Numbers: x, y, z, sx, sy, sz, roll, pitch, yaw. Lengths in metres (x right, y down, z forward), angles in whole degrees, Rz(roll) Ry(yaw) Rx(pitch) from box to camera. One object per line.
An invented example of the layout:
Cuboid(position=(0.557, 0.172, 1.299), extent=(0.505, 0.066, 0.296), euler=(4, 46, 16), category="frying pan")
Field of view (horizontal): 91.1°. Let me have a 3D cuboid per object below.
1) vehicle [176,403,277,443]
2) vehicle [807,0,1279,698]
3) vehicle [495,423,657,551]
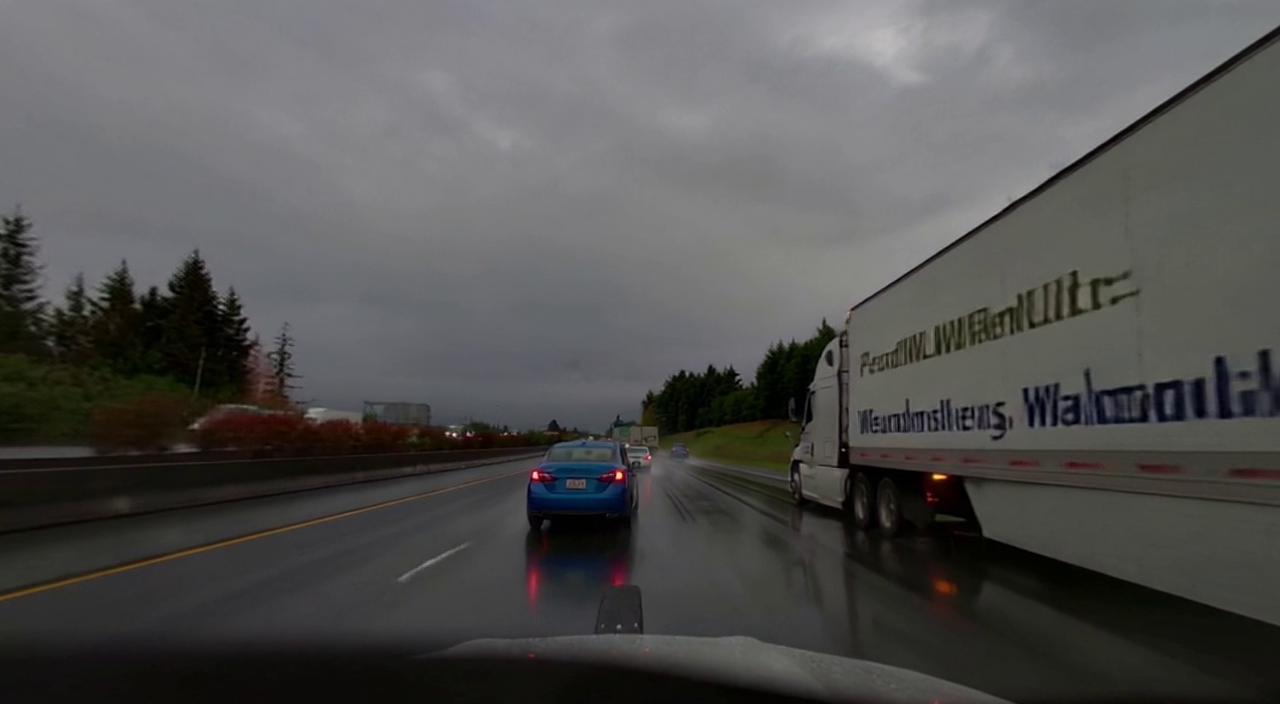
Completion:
Cuboid(position=(-22.277, 3.947, 34.179), extent=(2.075, 1.926, 5.266), euler=(0, -9, -3), category="vehicle")
Cuboid(position=(4.891, 0.181, 5.691), extent=(2.825, 4.043, 14.051), euler=(0, -9, 0), category="vehicle")
Cuboid(position=(-0.769, 1.995, 9.862), extent=(2.038, 1.582, 3.729), euler=(-1, -9, 1), category="vehicle")
